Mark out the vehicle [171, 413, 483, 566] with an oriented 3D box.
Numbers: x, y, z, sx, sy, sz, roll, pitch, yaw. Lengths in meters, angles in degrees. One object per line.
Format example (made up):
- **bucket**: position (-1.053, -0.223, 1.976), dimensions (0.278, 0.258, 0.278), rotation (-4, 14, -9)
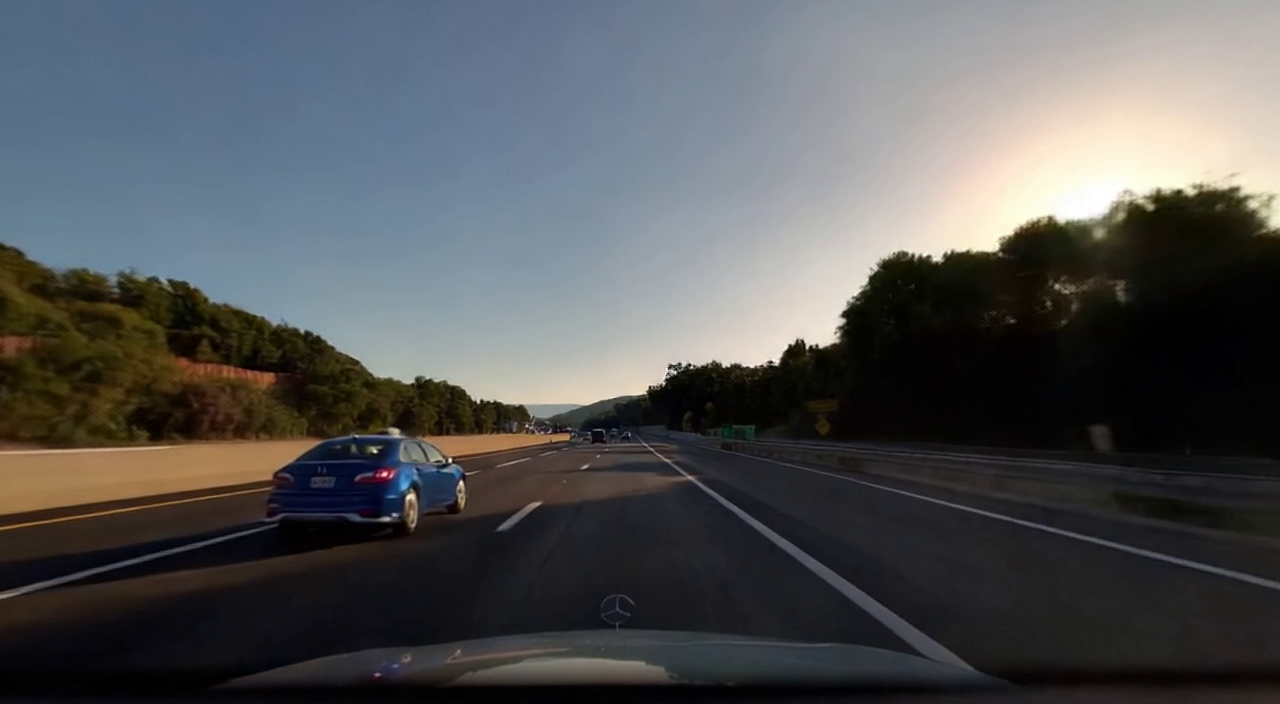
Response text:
- **vehicle**: position (-3.686, 1.668, 8.543), dimensions (2.026, 1.517, 4.325), rotation (0, -8, 0)
